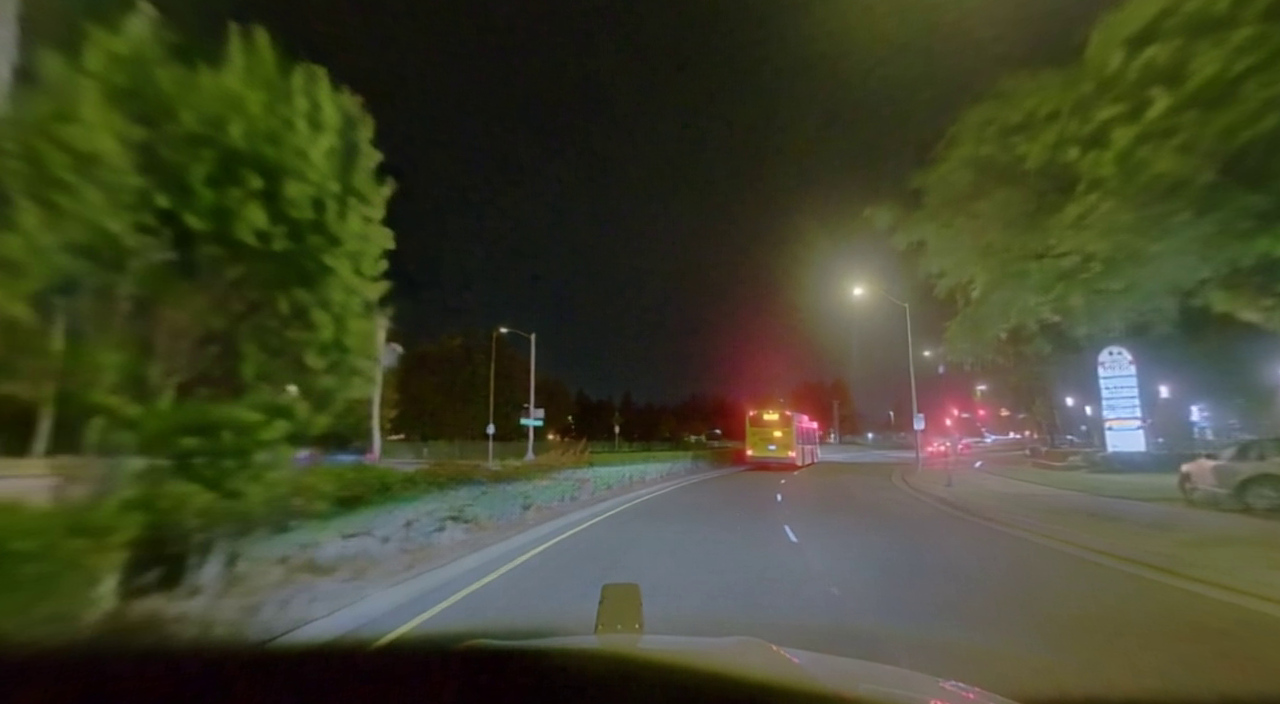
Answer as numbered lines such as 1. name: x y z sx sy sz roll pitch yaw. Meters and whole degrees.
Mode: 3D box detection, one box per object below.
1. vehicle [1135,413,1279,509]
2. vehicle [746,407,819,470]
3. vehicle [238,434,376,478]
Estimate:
1. vehicle: 14.753 2.331 13.581 5.856 1.945 2.183 -2 -9 13
2. vehicle: 9.384 5.646 40.238 3.031 3.429 11.005 -3 -10 20
3. vehicle: -12.582 3.977 24.143 1.887 1.494 4.443 -4 -10 21
